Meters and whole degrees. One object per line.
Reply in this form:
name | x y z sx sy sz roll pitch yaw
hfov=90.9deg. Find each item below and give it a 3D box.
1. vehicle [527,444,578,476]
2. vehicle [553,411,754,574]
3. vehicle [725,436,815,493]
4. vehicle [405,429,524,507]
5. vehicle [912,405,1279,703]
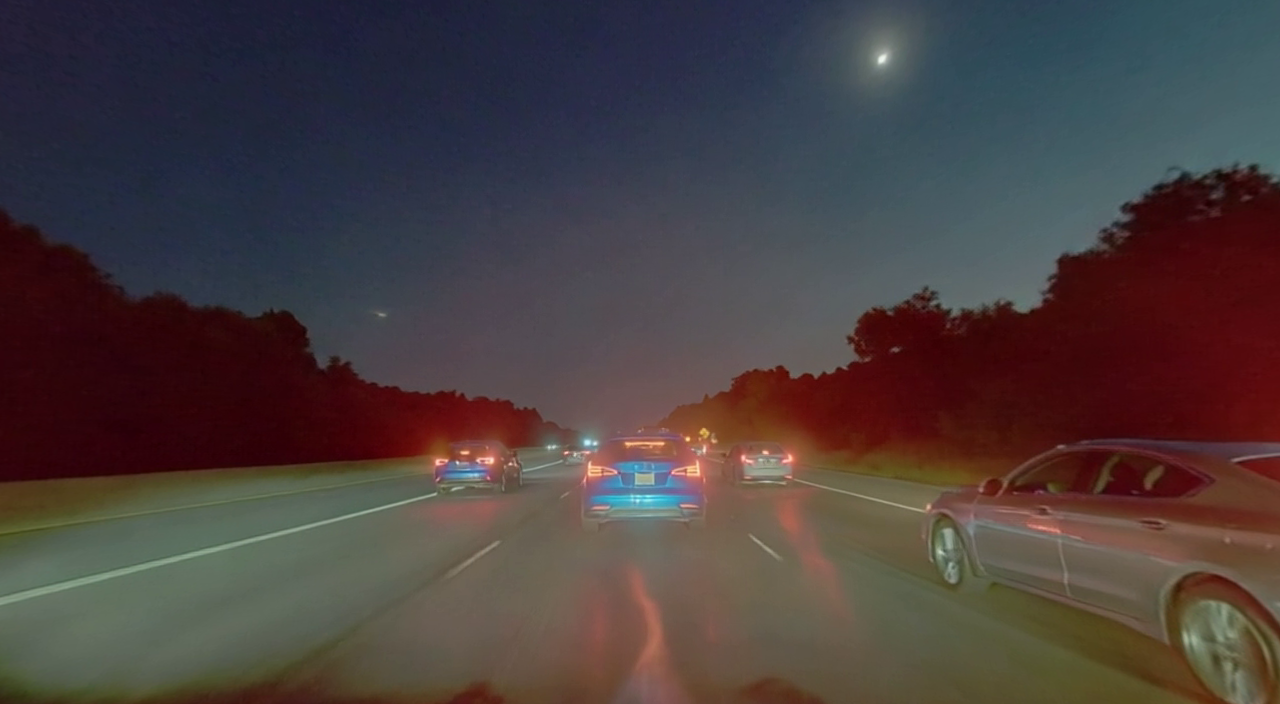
vehicle | -4.211 5.285 30.934 1.910 1.468 3.781 0 -9 1
vehicle | 0.119 1.765 8.563 2.093 1.695 3.782 0 -9 -1
vehicle | 3.921 3.468 19.714 1.905 1.590 3.746 0 -9 -2
vehicle | -4.235 2.867 15.923 1.890 1.708 3.844 0 -9 0
vehicle | 3.676 1.136 3.872 1.953 1.434 4.511 0 -9 0
